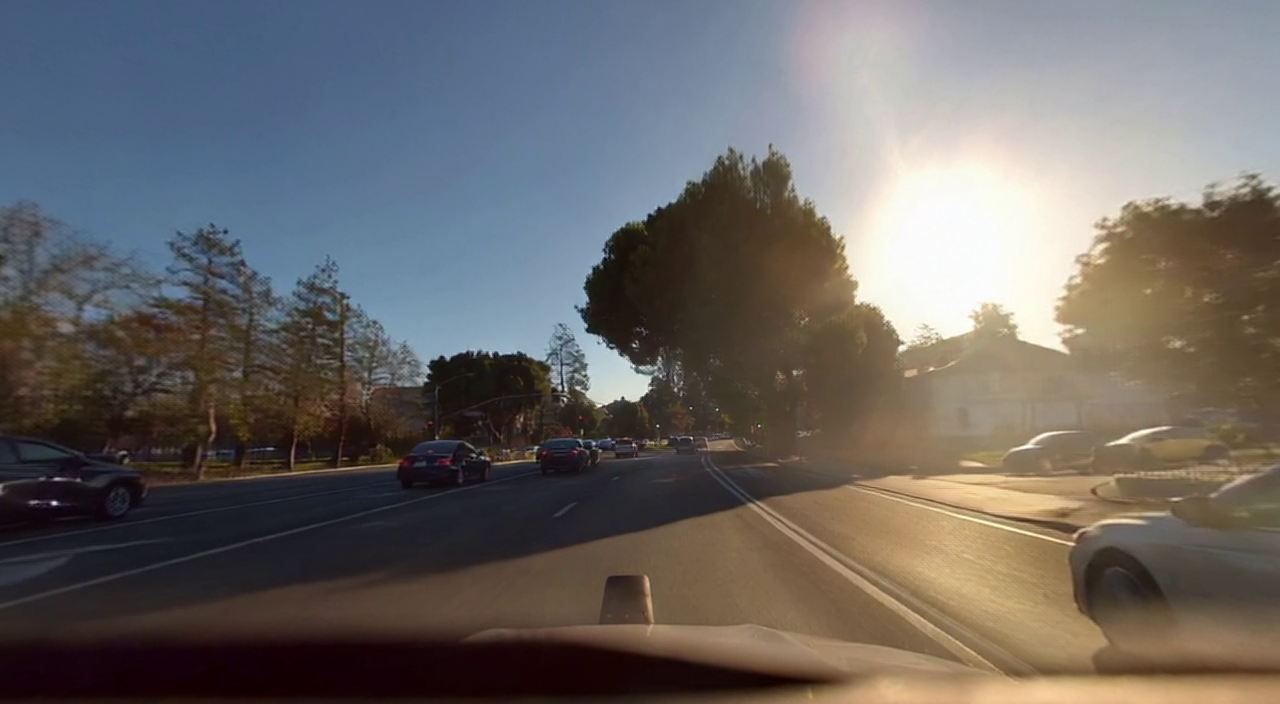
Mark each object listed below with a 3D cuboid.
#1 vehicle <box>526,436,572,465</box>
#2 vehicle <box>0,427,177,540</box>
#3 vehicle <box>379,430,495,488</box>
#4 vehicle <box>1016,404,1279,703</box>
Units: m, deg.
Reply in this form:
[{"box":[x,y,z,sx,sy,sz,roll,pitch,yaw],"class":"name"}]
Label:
[{"box":[-5.341,5.816,37.460,1.870,1.616,3.765,-1,-8,5],"class":"vehicle"},{"box":[-9.852,1.966,9.719,1.951,1.554,4.444,0,-8,2],"class":"vehicle"},{"box":[-6.206,3.318,19.902,1.988,1.597,4.404,0,-8,3],"class":"vehicle"},{"box":[3.851,0.930,2.395,2.003,1.494,4.705,0,-8,1],"class":"vehicle"}]
